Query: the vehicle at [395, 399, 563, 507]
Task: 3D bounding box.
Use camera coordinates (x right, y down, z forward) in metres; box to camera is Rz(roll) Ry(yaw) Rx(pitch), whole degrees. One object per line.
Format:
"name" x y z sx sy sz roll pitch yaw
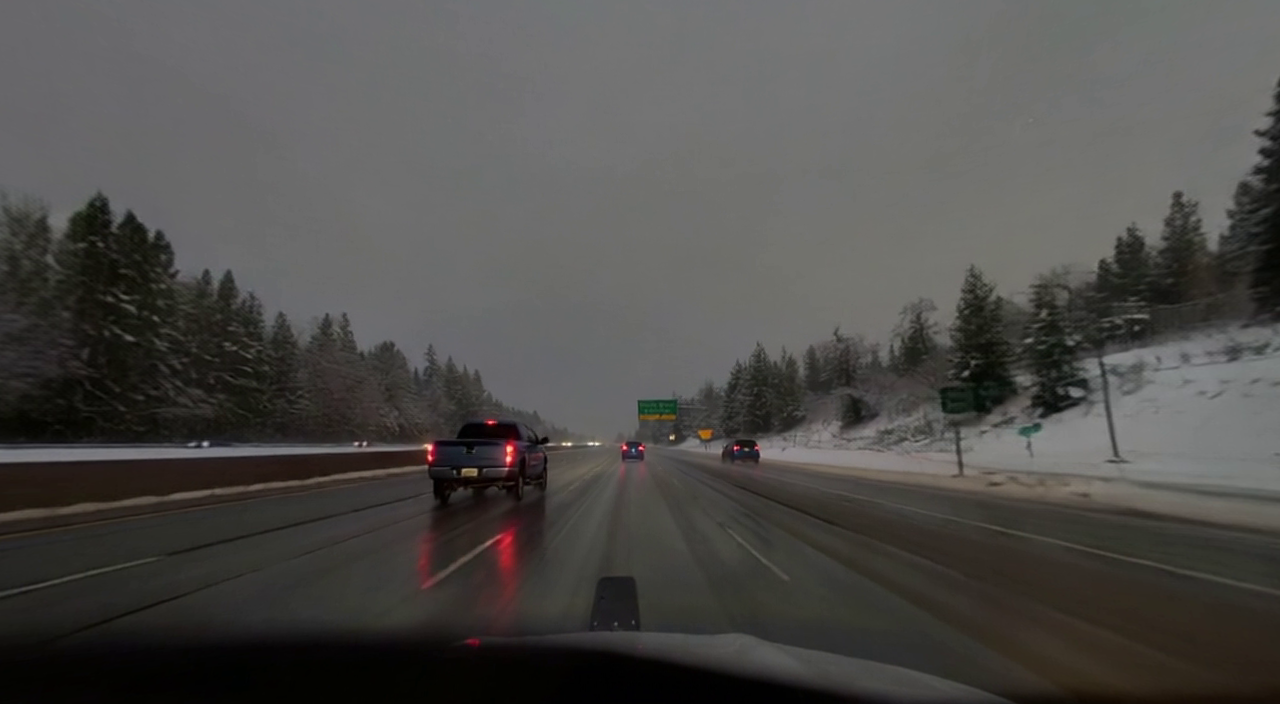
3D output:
"vehicle" -3.633 2.505 15.912 2.592 2.179 6.034 0 -9 0

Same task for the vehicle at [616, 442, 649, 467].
"vehicle" -0.552 6.966 43.105 2.157 1.642 4.189 0 -9 -2

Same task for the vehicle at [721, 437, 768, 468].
"vehicle" 6.798 6.611 41.812 2.103 1.898 5.310 0 -9 -1
